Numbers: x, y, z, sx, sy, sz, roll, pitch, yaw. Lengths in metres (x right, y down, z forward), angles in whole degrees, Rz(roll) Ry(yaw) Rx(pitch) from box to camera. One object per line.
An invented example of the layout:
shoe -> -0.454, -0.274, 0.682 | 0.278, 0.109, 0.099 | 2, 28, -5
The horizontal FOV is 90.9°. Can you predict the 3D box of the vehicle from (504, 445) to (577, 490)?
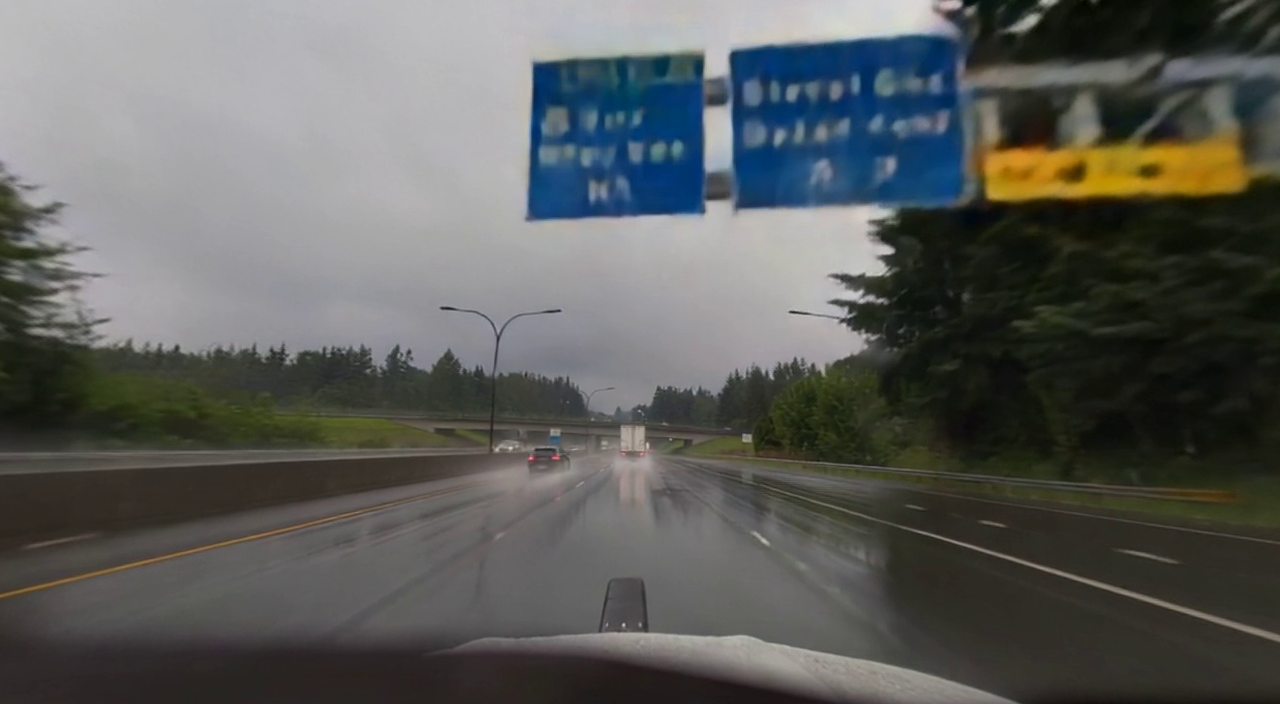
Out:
vehicle -> -3.651, 4.339, 24.024 | 2.042, 1.526, 4.516 | 0, -9, 0
